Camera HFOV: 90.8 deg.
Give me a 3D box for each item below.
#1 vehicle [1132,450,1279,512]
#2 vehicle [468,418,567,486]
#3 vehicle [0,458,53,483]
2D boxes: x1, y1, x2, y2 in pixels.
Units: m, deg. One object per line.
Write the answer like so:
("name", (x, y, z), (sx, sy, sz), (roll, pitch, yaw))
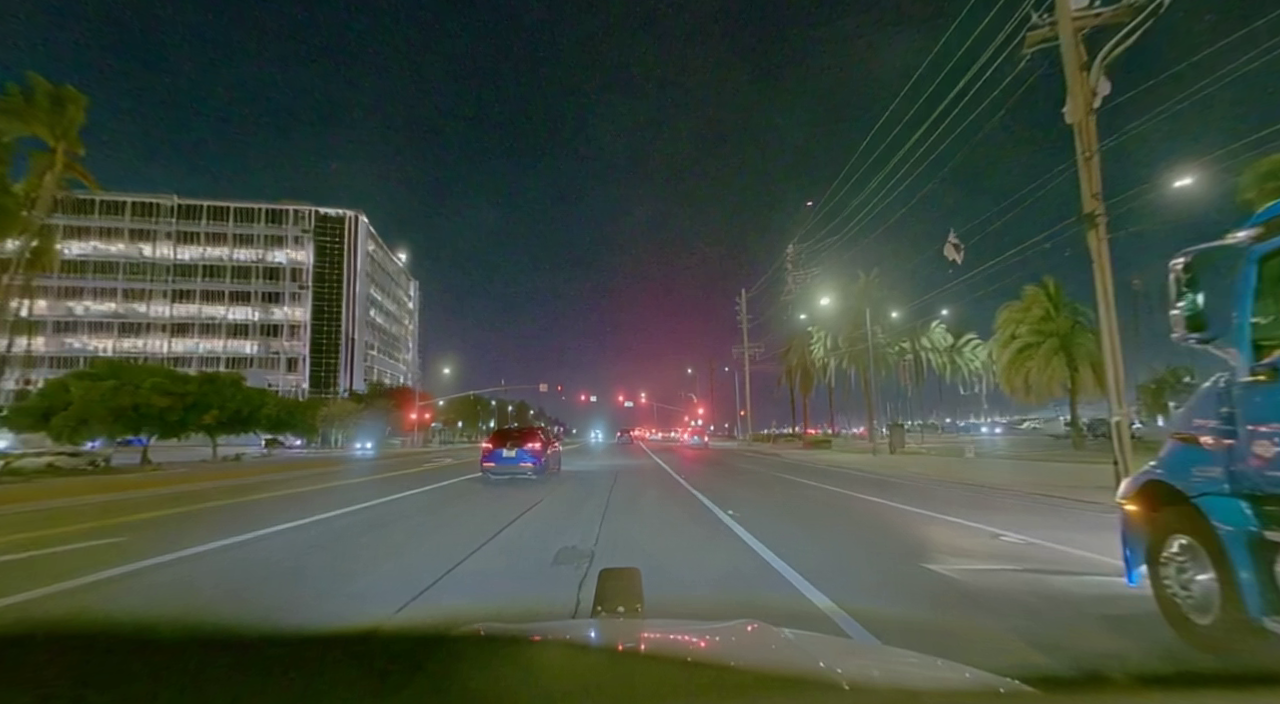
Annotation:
("vehicle", (17.198, 3.683, 18.580), (1.881, 1.556, 4.215), (0, -9, -3))
("vehicle", (-3.530, 2.997, 19.100), (2.136, 1.779, 4.417), (0, -9, 0))
("vehicle", (-40.757, 7.656, 41.060), (1.768, 1.455, 4.568), (2, -9, -15))
